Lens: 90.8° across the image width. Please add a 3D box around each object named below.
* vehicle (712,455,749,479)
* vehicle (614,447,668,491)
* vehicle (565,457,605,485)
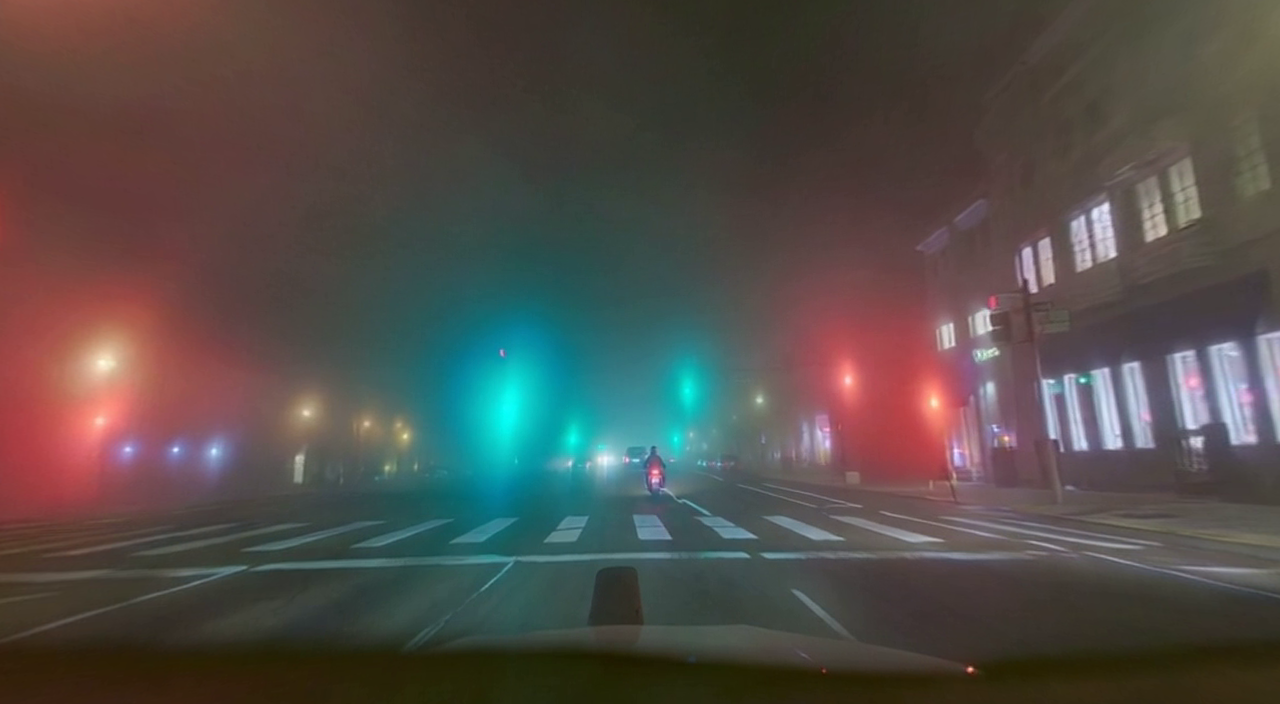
[{"bbox_3d":[6.706,8.547,47.093,2.069,1.590,4.066,0,-9,-1],"label":"vehicle"},{"bbox_3d":[-0.021,5.108,27.983,2.223,1.775,4.250,0,-9,-2],"label":"vehicle"},{"bbox_3d":[-3.210,7.069,37.727,2.014,1.470,4.552,0,-9,-1],"label":"vehicle"}]
